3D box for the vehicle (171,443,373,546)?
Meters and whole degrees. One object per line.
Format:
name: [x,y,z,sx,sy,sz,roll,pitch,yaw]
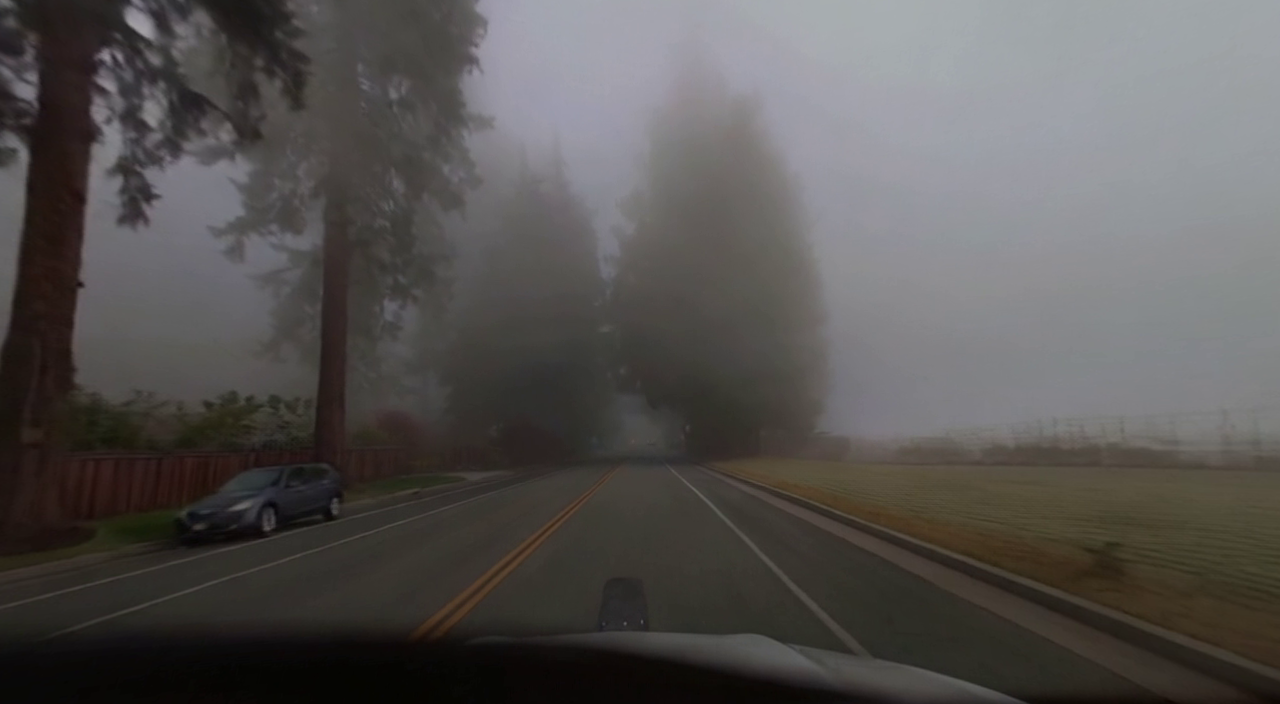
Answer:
vehicle: [-7.721,2.958,13.797,1.945,1.760,4.021,-3,-8,2]
